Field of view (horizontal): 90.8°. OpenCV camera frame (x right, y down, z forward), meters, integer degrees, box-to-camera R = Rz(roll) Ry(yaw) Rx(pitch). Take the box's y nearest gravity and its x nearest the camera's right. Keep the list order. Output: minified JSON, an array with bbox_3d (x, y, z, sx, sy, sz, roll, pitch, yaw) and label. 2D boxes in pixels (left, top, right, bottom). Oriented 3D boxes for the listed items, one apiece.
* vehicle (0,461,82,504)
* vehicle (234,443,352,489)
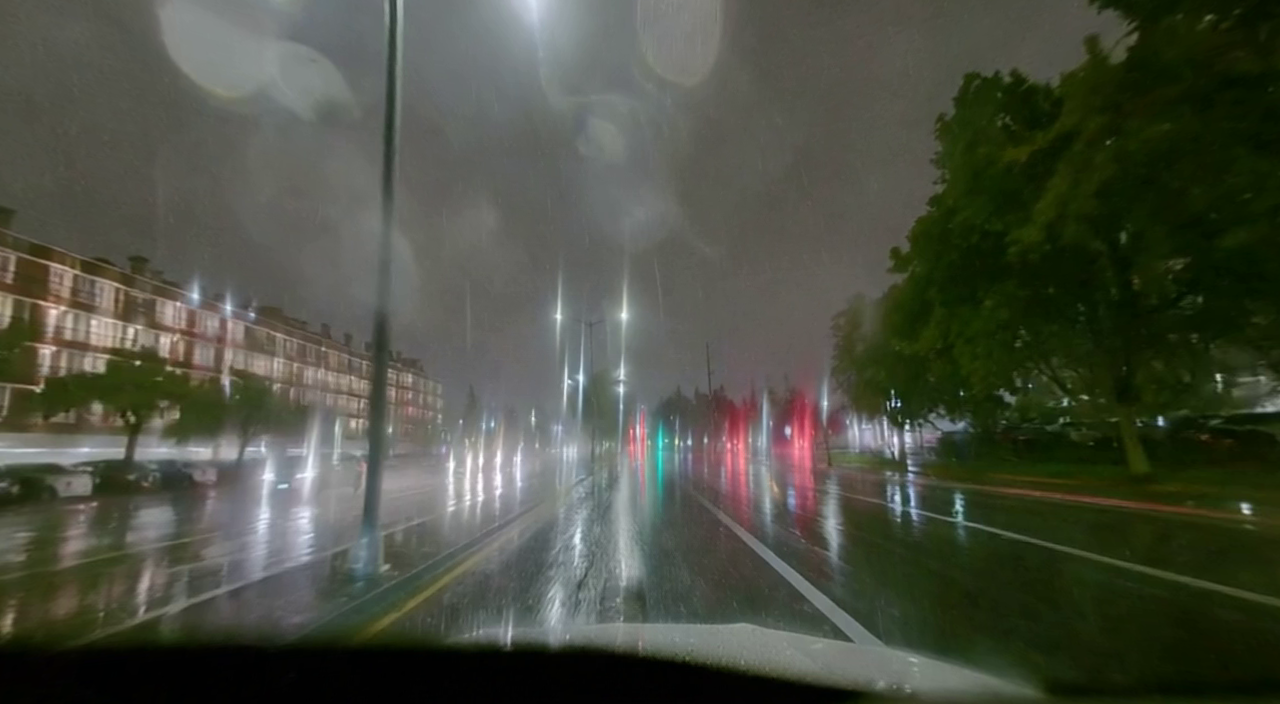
[{"bbox_3d":[-26.185,5.354,26.041,4.265,1.640,1.935,4,-9,-25],"label":"vehicle"},{"bbox_3d":[-16.214,5.347,30.029,2.288,1.938,5.710,0,-9,1],"label":"vehicle"}]
